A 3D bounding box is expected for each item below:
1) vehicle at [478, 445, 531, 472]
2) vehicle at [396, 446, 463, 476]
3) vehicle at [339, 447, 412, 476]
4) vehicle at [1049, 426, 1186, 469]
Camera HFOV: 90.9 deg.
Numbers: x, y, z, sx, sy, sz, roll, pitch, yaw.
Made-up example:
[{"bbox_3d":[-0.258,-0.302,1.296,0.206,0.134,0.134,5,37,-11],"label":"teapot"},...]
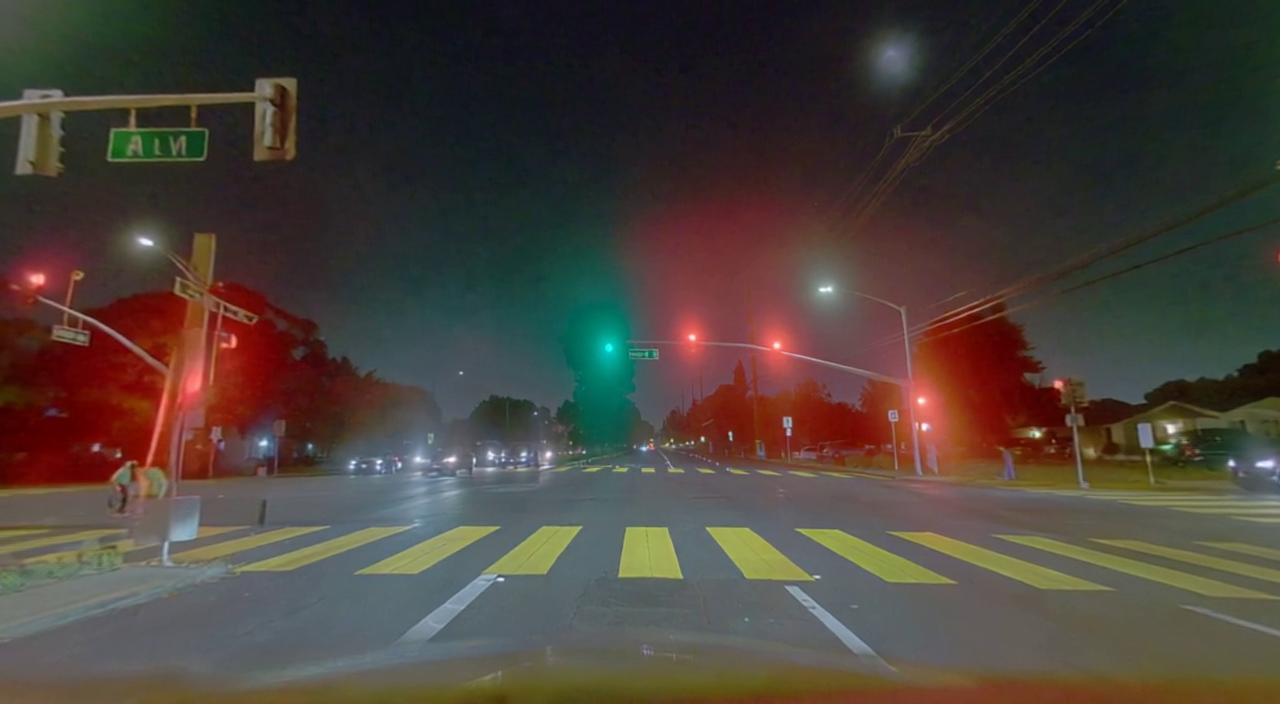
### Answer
[{"bbox_3d":[-7.686,6.040,36.086,1.958,1.415,4.312,0,-8,2],"label":"vehicle"},{"bbox_3d":[-10.991,5.680,33.219,2.007,1.451,4.242,0,-8,1],"label":"vehicle"},{"bbox_3d":[-14.618,6.050,35.115,2.035,1.470,4.677,0,-8,0],"label":"vehicle"},{"bbox_3d":[25.261,5.105,33.675,2.177,2.086,5.514,2,-9,-14],"label":"vehicle"}]
